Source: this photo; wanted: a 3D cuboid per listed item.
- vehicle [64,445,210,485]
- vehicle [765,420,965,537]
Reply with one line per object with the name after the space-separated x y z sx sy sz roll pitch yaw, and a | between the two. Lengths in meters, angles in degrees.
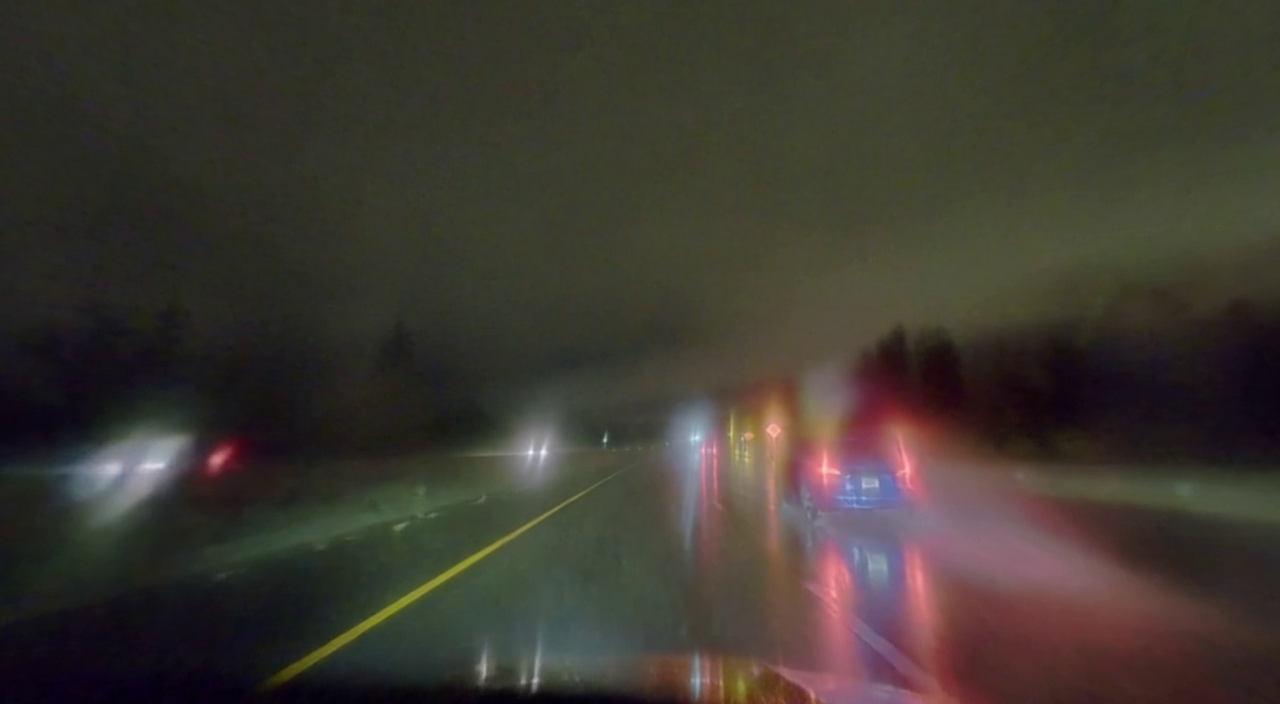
-20.402 4.575 25.907 1.947 1.480 4.663 -1 -9 3 | vehicle
3.826 2.231 11.724 2.143 1.730 4.303 0 -9 0 | vehicle
